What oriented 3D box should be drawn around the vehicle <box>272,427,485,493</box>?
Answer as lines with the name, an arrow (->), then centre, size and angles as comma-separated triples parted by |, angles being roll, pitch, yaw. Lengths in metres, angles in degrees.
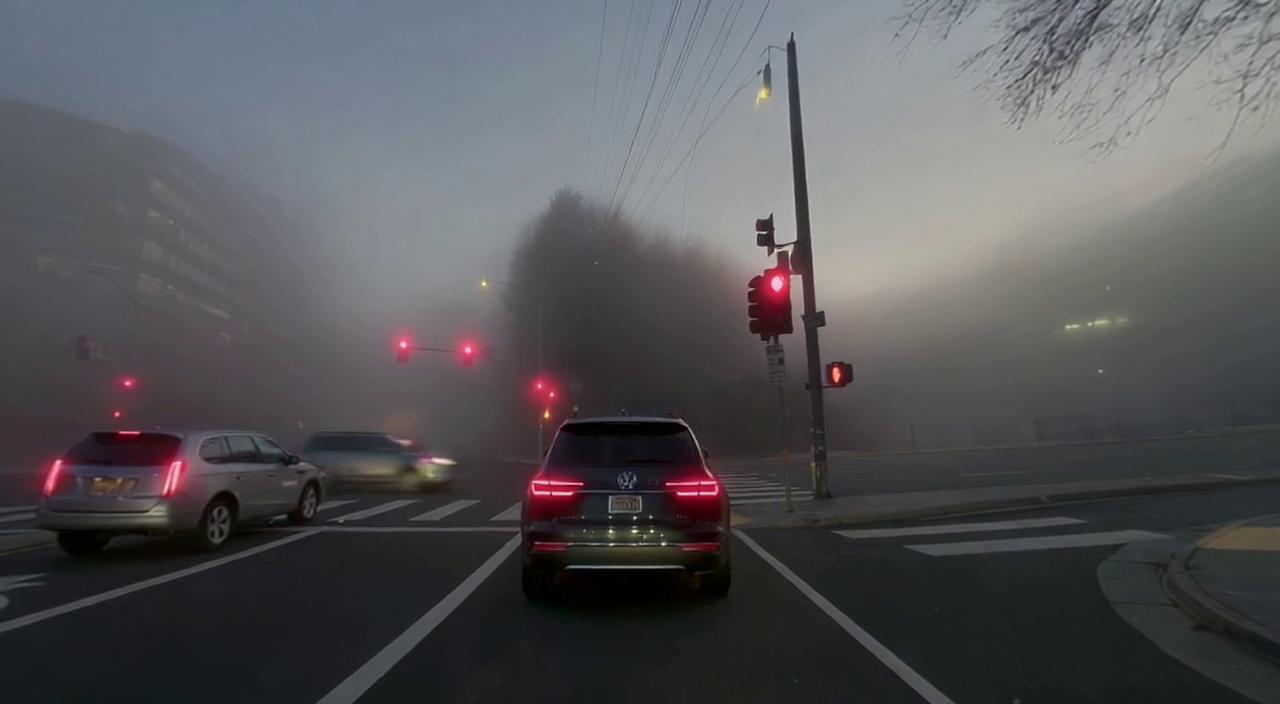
vehicle -> -7.889, 3.283, 19.288 | 5.623, 1.843, 2.147 | -1, -9, 8

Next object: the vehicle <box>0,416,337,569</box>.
vehicle -> -6.395, 1.904, 9.295 | 2.020, 1.695, 4.187 | 1, -9, -5

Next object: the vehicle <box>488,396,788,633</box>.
vehicle -> -0.162, 1.466, 6.672 | 2.154, 1.670, 4.140 | 1, -9, -5
